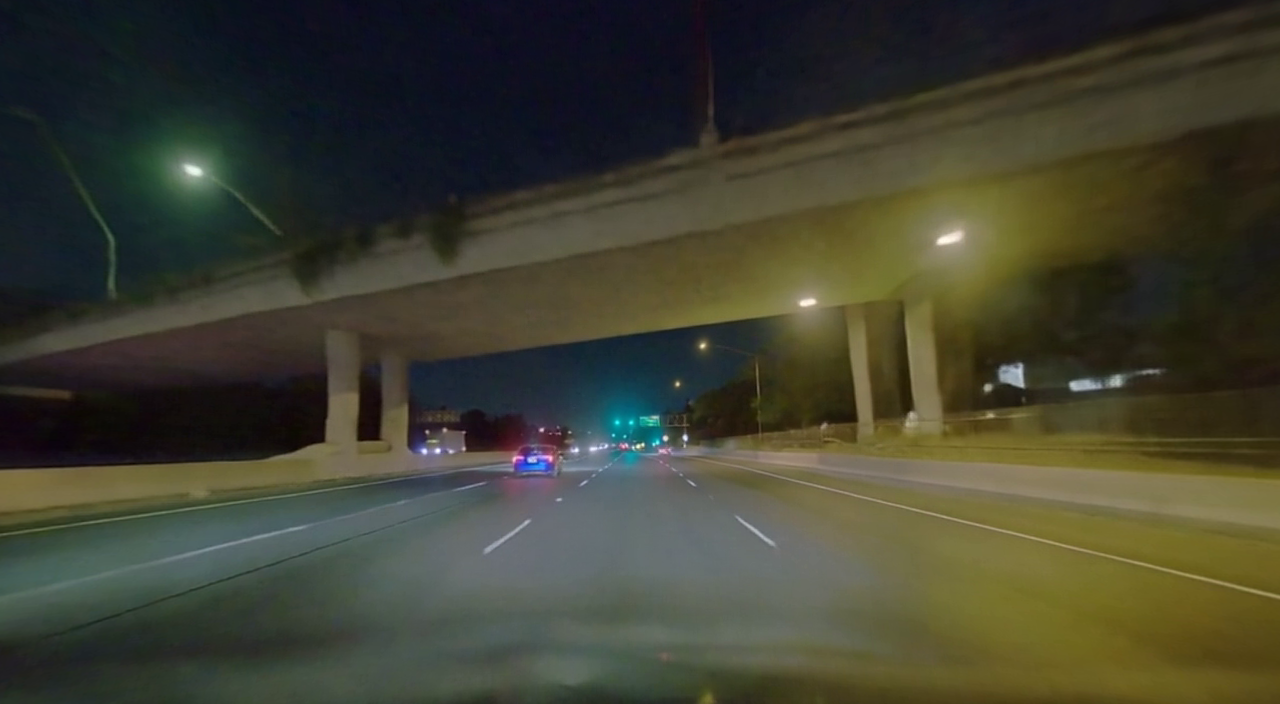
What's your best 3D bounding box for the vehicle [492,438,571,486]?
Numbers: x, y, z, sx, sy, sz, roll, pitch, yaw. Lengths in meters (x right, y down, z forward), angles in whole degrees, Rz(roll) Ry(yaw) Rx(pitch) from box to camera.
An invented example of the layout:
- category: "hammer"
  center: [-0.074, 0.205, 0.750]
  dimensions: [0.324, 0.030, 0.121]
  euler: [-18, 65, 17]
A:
- category: "vehicle"
  center: [-3.748, 3.881, 22.611]
  dimensions: [2.037, 1.514, 4.335]
  euler: [0, -8, 0]
